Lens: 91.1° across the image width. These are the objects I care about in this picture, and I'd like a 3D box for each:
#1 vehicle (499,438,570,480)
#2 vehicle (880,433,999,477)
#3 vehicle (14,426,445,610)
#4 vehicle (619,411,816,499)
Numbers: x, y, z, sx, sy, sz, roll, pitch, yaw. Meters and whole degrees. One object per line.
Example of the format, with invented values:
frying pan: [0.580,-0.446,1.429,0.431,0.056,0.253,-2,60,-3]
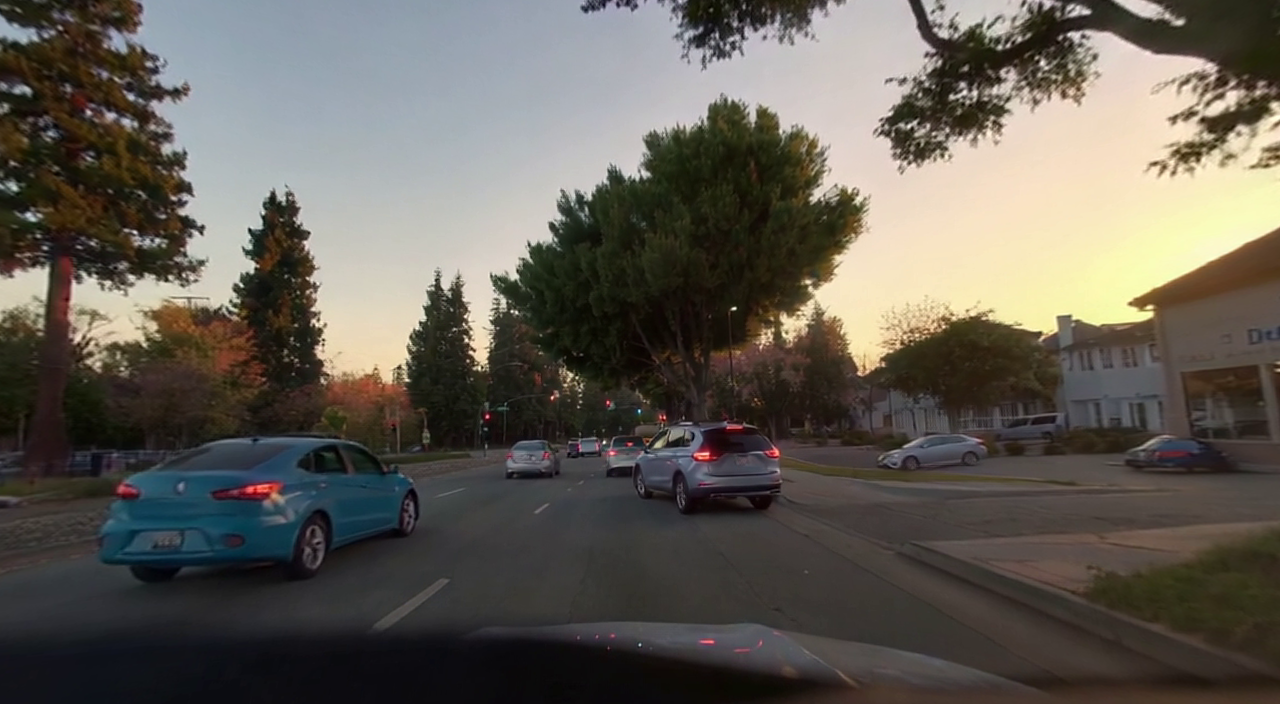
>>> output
vehicle: [-3.971,4.088,24.372,2.042,1.470,4.123,0,-8,0]
vehicle: [12.309,4.258,25.955,3.871,1.525,1.835,-3,-9,0]
vehicle: [-4.002,1.659,7.273,2.026,1.466,4.282,0,-8,1]
vehicle: [1.904,2.629,16.332,4.642,1.955,2.052,-6,-10,37]
